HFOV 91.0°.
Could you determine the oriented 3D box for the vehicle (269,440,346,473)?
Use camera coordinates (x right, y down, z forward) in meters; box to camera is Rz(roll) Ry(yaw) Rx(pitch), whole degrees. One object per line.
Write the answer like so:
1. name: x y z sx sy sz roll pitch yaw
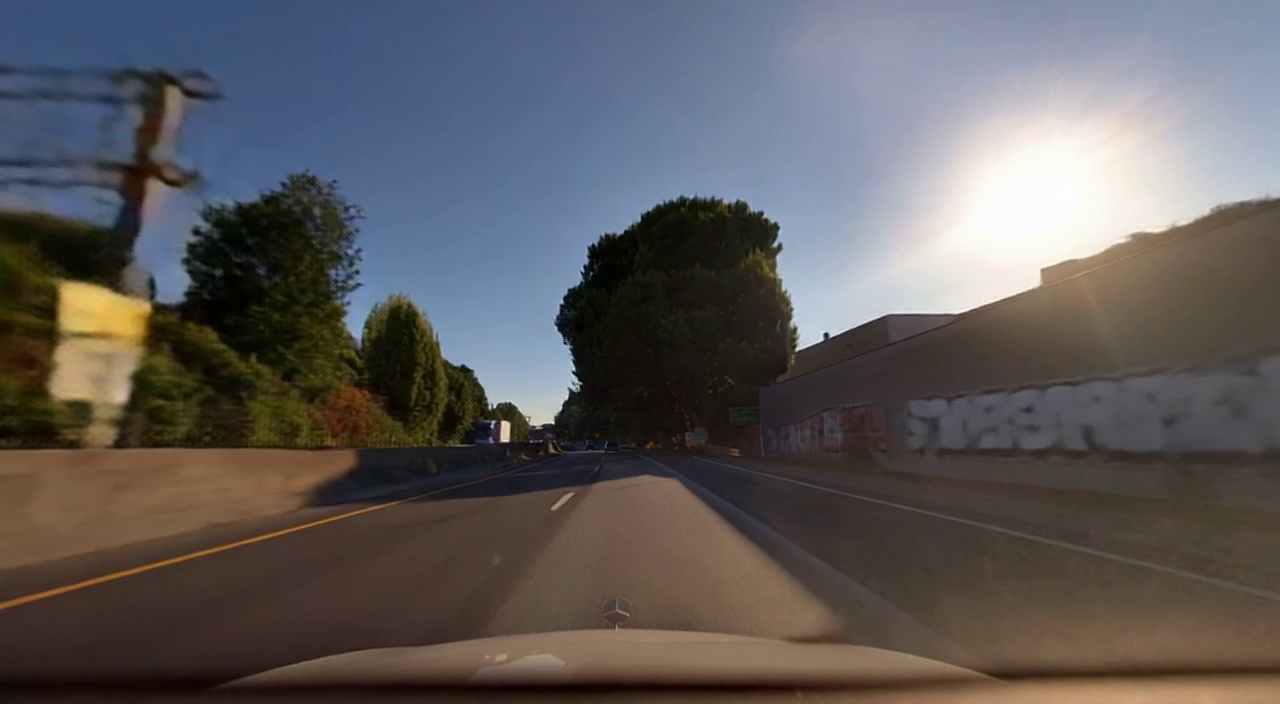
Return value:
1. vehicle: -16.455 5.155 31.343 1.748 1.478 3.824 0 -8 -1
